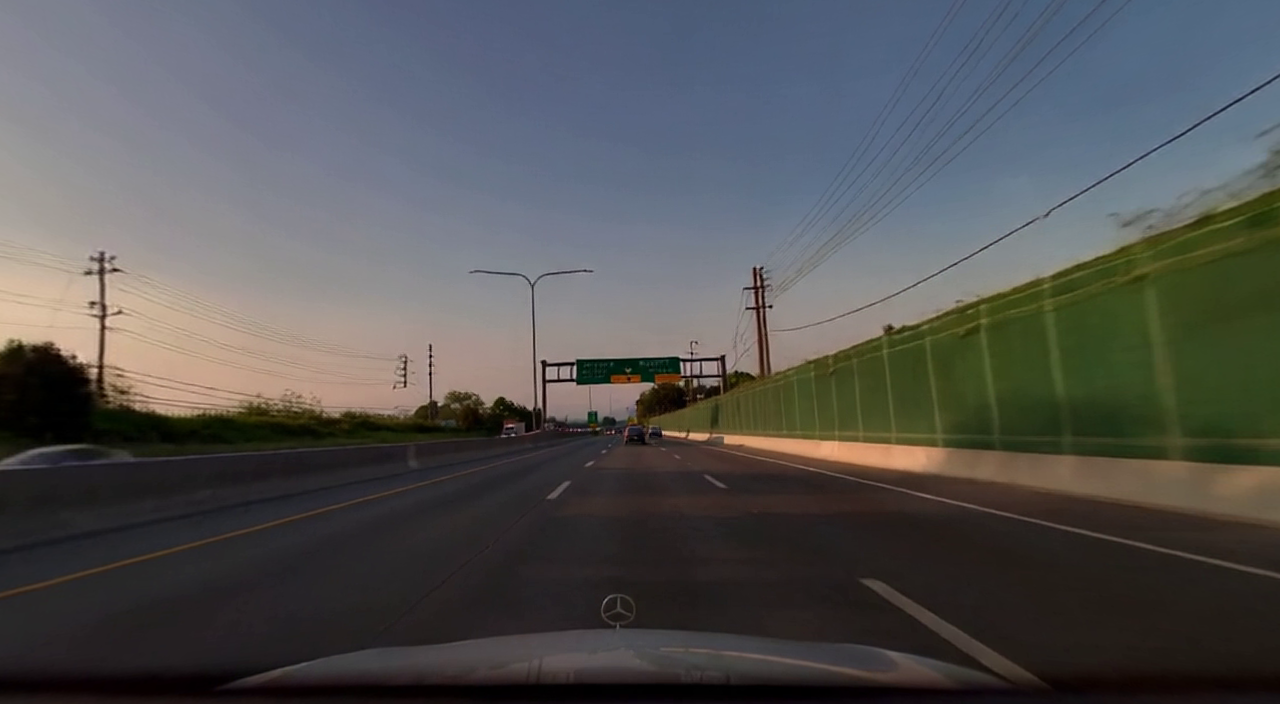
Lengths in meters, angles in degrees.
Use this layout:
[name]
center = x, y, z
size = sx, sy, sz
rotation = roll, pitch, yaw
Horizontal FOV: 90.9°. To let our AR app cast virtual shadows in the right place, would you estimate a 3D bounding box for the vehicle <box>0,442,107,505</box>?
[vehicle]
center = -16.547, 3.073, 16.113
size = 1.860, 1.505, 4.566
rotation = 0, -8, -1
